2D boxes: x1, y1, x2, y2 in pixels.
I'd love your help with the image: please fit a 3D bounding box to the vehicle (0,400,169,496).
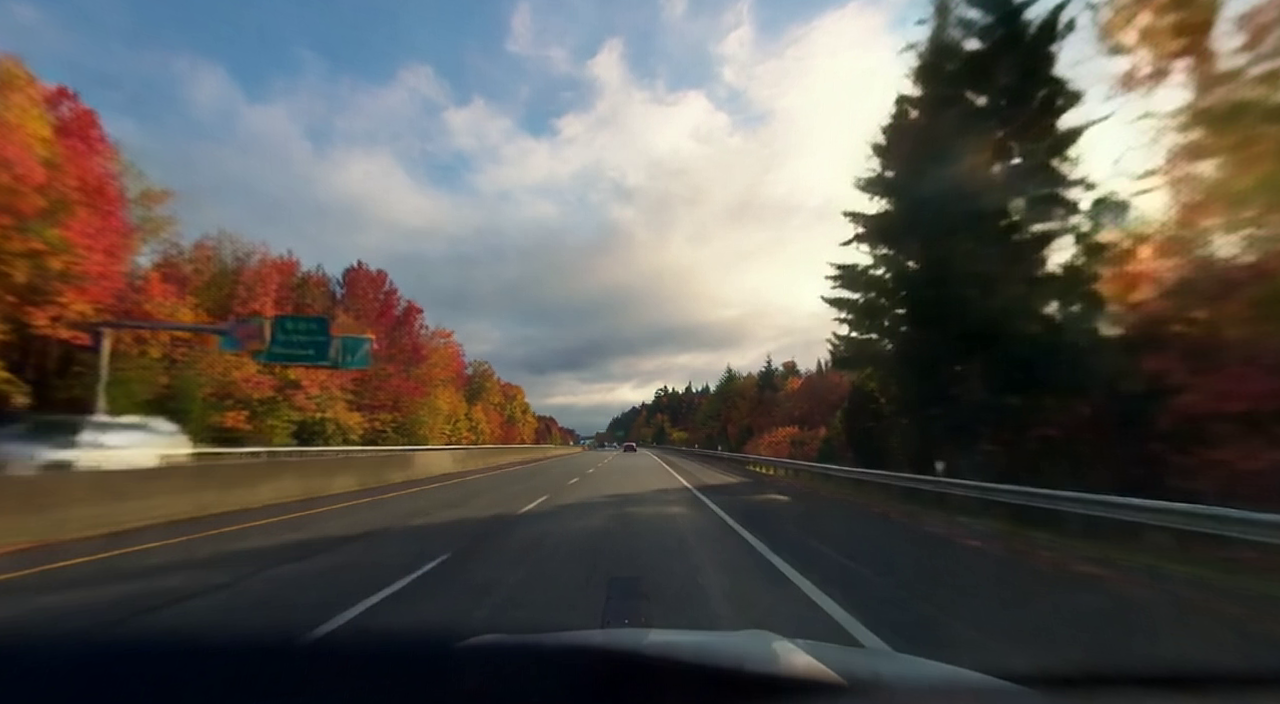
[{"bbox_3d":[-12.613,1.975,13.004,2.040,1.719,4.701,0,-8,0],"label":"vehicle"}]
